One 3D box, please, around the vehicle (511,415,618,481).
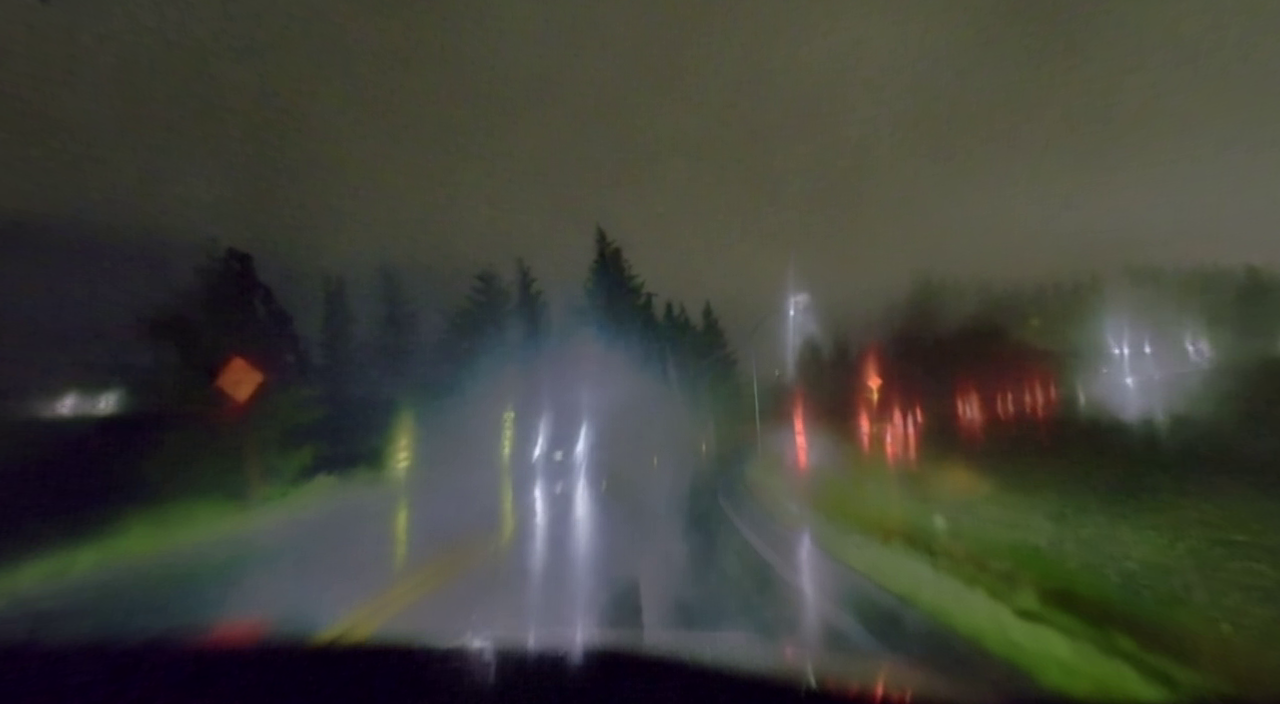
[{"bbox_3d":[-2.369,3.258,21.326,2.095,1.939,4.857,-3,-9,12],"label":"vehicle"}]
